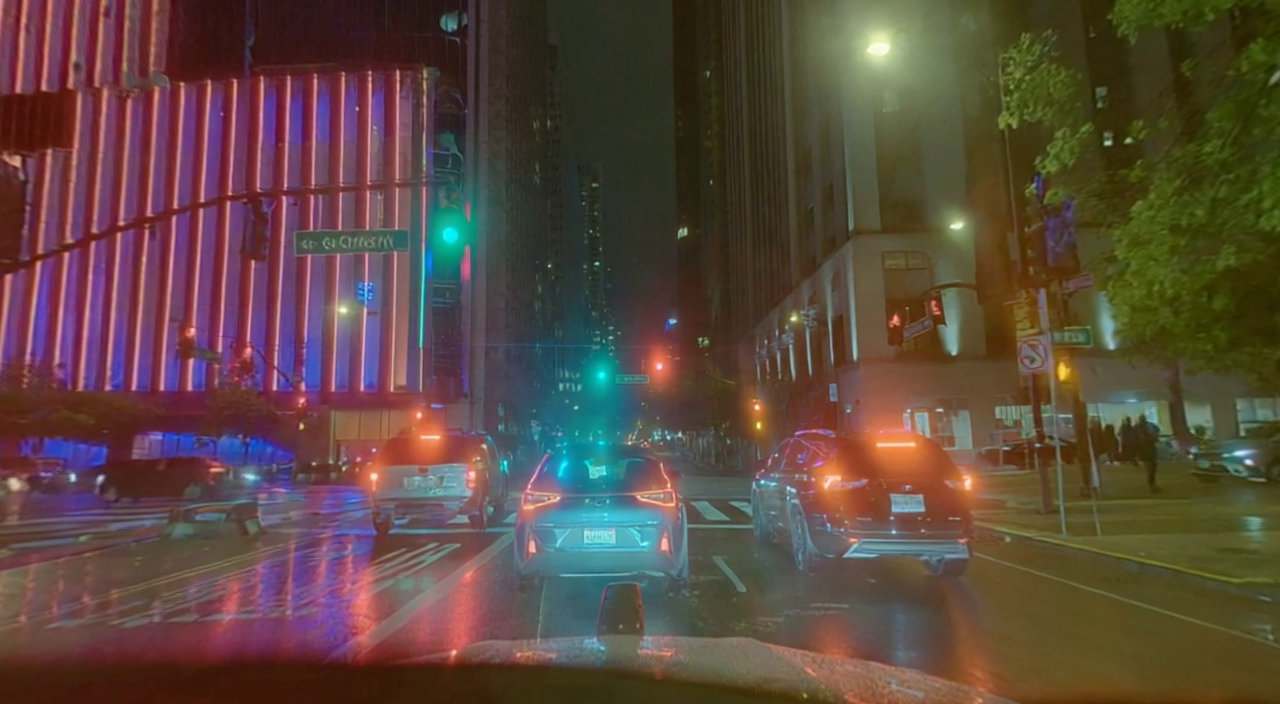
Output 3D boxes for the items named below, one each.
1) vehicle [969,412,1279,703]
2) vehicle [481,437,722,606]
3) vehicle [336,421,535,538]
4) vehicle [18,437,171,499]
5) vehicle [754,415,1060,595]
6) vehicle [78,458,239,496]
[{"bbox_3d":[2.743,0.806,1.113,1.902,1.454,4.540,0,-8,0],"label":"vehicle"},{"bbox_3d":[-0.362,1.786,7.640,2.092,1.454,4.132,0,-8,-1],"label":"vehicle"},{"bbox_3d":[-3.689,2.412,12.691,2.190,1.840,5.272,0,-8,0],"label":"vehicle"},{"bbox_3d":[-30.873,6.519,35.930,5.896,3.276,2.809,1,-8,1],"label":"vehicle"},{"bbox_3d":[3.042,1.847,8.619,2.072,1.735,4.759,0,-8,0],"label":"vehicle"},{"bbox_3d":[-20.228,5.249,26.709,5.153,1.449,1.966,0,-8,0],"label":"vehicle"}]
